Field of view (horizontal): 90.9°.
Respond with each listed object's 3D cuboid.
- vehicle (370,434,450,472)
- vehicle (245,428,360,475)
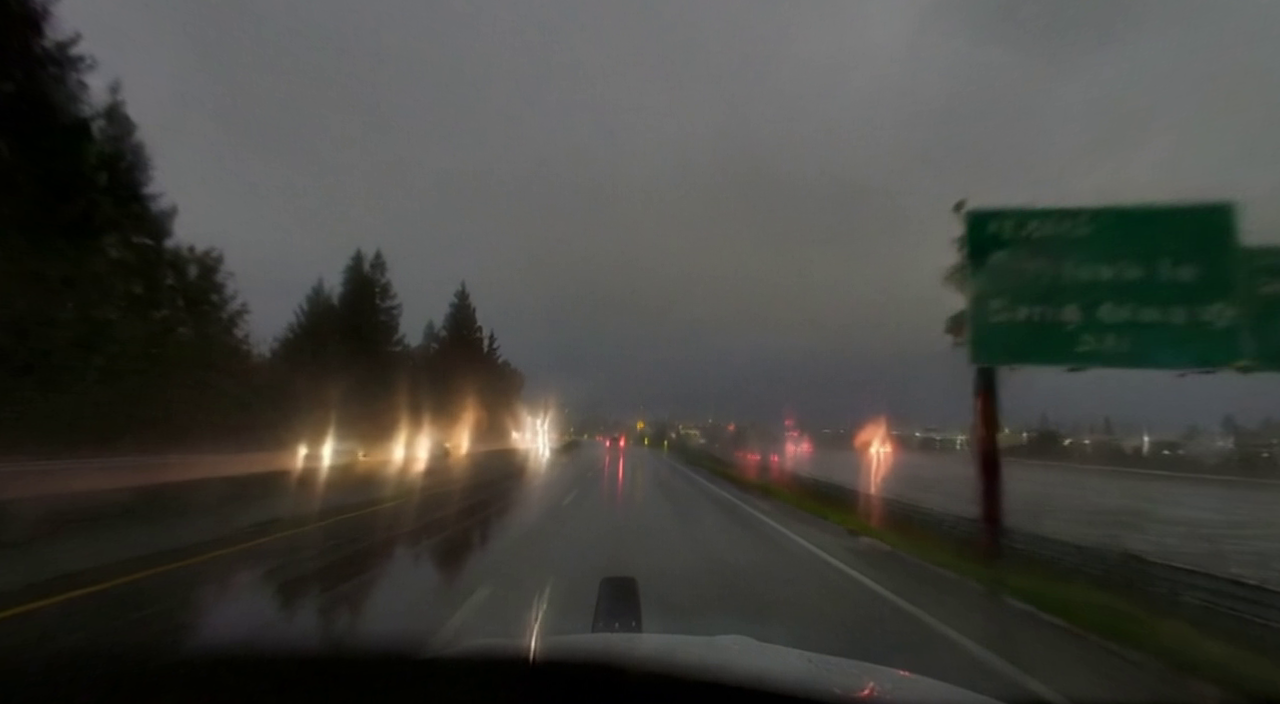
[{"bbox_3d":[-9.500,4.177,26.401,1.911,1.465,3.948,0,-8,-1],"label":"vehicle"},{"bbox_3d":[-12.504,3.690,23.746,1.971,1.581,4.317,0,-8,0],"label":"vehicle"}]
